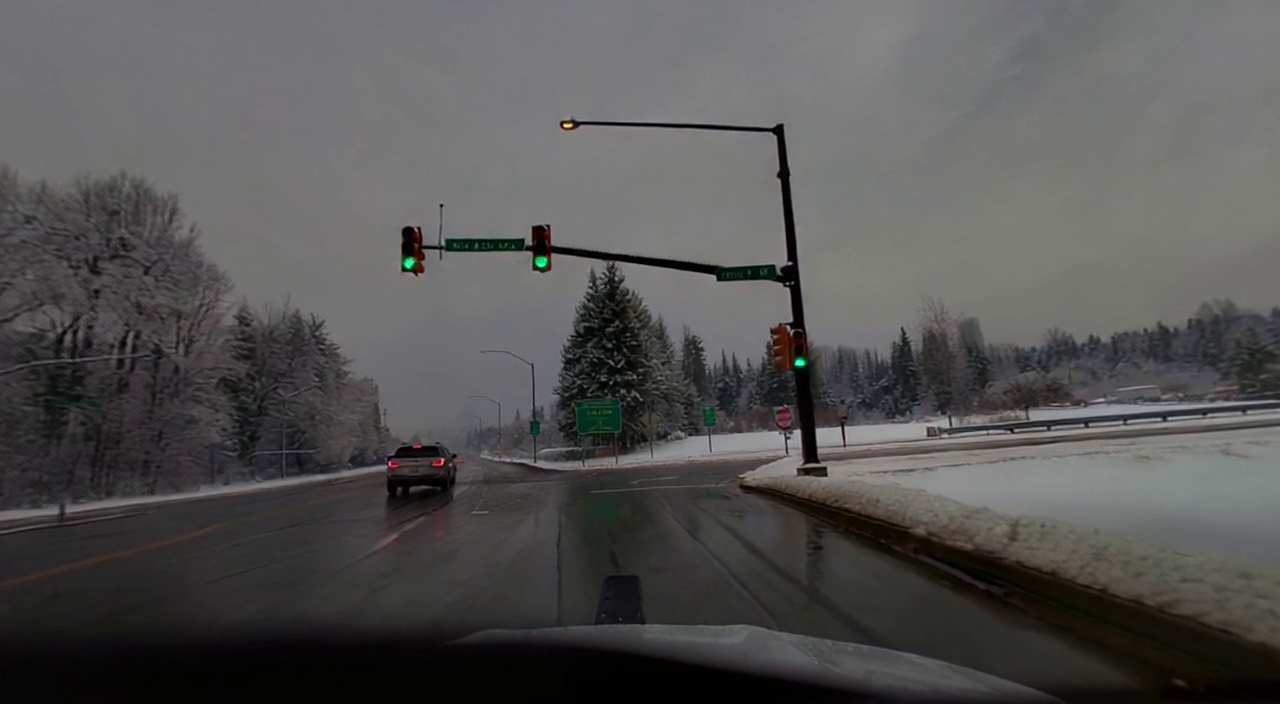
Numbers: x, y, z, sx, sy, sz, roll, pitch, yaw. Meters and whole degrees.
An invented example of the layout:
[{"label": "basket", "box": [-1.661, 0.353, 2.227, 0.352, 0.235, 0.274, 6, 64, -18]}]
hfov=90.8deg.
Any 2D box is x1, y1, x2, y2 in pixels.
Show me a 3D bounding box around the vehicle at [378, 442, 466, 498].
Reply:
[{"label": "vehicle", "box": [-7.388, 4.001, 21.921, 2.134, 1.707, 4.471, 1, -9, -9]}]
